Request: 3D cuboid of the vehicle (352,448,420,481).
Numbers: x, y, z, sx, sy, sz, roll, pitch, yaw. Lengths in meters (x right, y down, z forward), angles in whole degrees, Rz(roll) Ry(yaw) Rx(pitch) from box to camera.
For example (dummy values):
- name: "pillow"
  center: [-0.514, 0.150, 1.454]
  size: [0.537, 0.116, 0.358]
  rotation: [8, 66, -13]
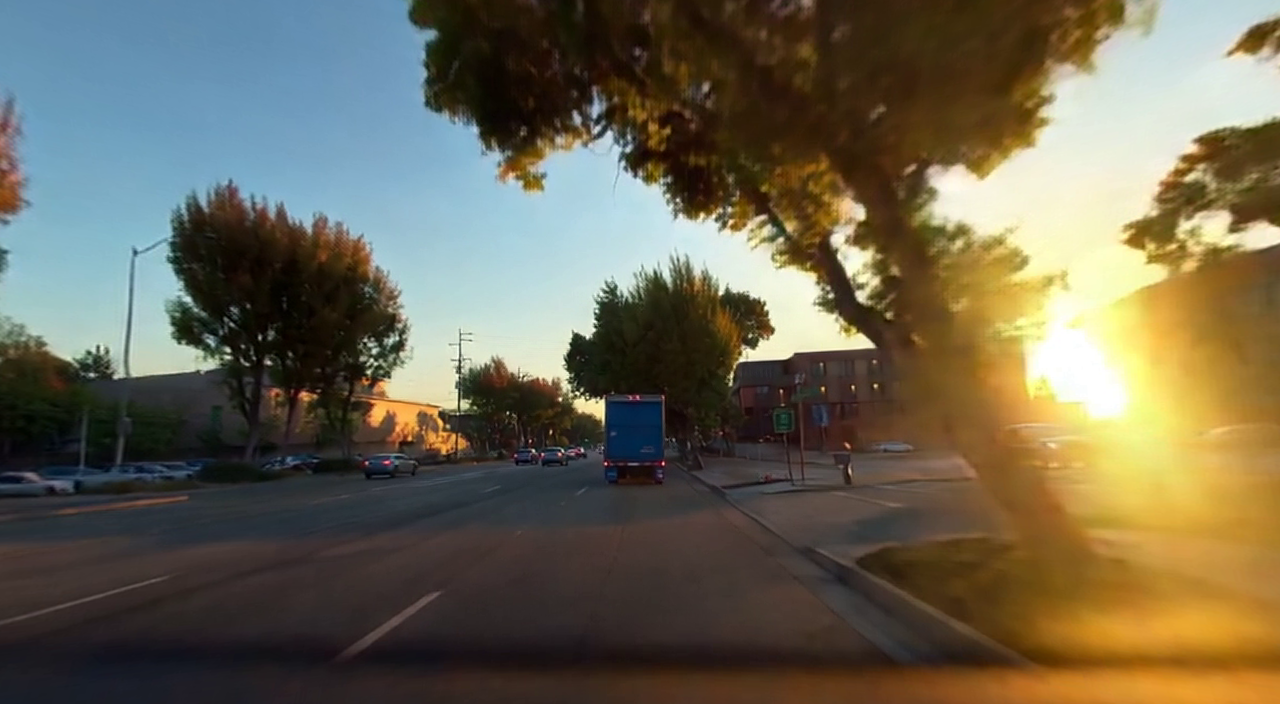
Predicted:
- name: "vehicle"
  center: [-14.036, 6.214, 34.952]
  size: [1.958, 1.672, 4.283]
  rotation: [0, -9, 0]

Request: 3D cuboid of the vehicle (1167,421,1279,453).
- name: "vehicle"
  center: [26.459, 3.867, 28.528]
  size: [3.537, 1.393, 1.581]
  rotation: [0, -9, -1]

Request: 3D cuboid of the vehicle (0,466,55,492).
- name: "vehicle"
  center: [-39.186, 7.947, 39.267]
  size: [1.645, 1.416, 3.497]
  rotation: [-6, -10, 39]

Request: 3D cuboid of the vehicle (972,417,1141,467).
- name: "vehicle"
  center: [13.770, 2.987, 20.961]
  size: [4.321, 1.579, 1.823]
  rotation: [0, -7, 1]

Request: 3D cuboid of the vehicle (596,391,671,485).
- name: "vehicle"
  center: [-0.218, 4.009, 28.969]
  size: [2.905, 3.644, 8.807]
  rotation: [0, -9, 0]

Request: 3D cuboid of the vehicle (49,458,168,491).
- name: "vehicle"
  center: [-33.793, 7.799, 40.067]
  size: [5.452, 1.994, 2.312]
  rotation: [0, -9, 1]
